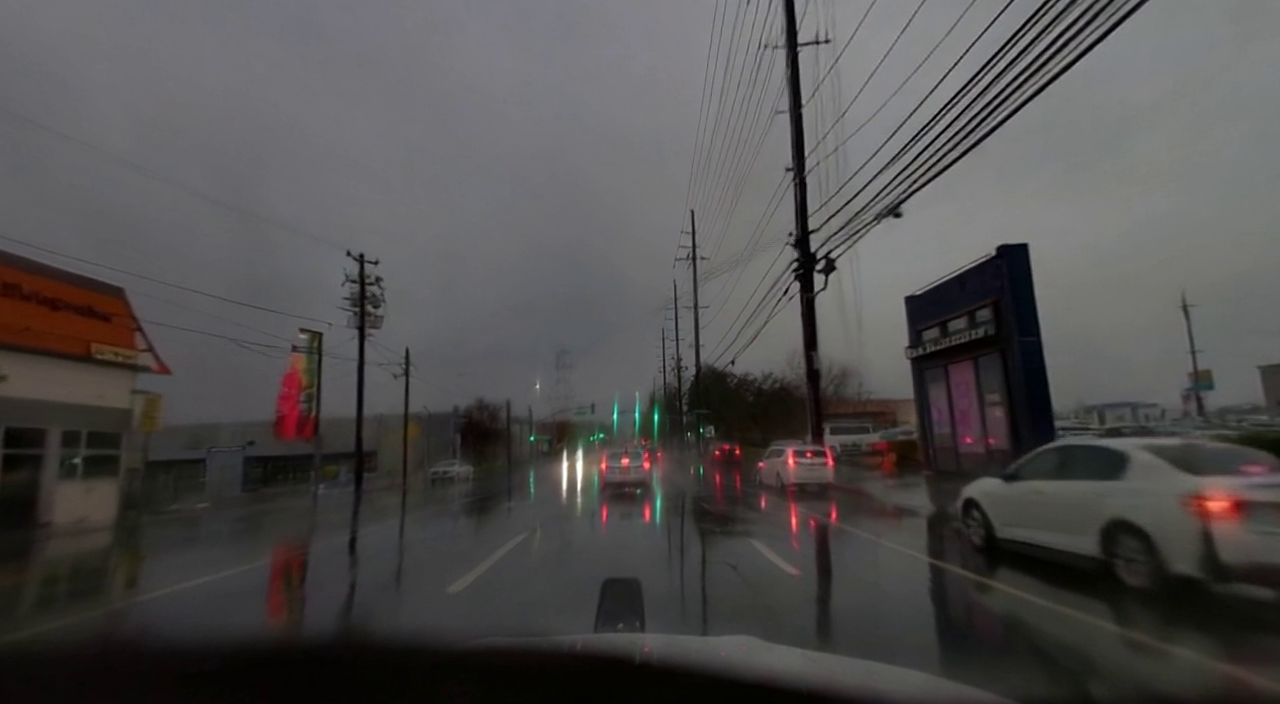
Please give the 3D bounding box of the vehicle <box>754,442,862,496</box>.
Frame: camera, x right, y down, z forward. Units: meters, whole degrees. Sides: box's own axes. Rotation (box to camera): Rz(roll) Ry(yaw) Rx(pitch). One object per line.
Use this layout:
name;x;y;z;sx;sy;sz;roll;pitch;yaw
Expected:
vehicle;5.071;3.585;19.853;1.987;1.459;4.677;0;-9;-1

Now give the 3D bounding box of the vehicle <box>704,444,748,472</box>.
vehicle;5.111;6.376;38.224;1.937;1.523;4.541;0;-8;-1

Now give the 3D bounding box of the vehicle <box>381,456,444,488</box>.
vehicle;-11.855;6.270;33.212;1.828;1.457;4.371;0;-8;-2

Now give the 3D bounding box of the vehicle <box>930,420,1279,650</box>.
vehicle;5.184;1.526;6.401;2.108;1.471;4.948;0;-8;-1

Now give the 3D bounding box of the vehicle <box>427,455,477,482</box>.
vehicle;-11.614;7.209;39.326;1.817;1.480;4.282;0;-8;-1

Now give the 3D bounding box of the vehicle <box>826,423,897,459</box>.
vehicle;14.191;5.779;40.904;2.418;2.139;5.365;0;-8;-2

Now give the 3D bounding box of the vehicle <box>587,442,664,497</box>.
vehicle;-0.396;3.540;19.384;2.116;1.479;3.980;0;-8;0
